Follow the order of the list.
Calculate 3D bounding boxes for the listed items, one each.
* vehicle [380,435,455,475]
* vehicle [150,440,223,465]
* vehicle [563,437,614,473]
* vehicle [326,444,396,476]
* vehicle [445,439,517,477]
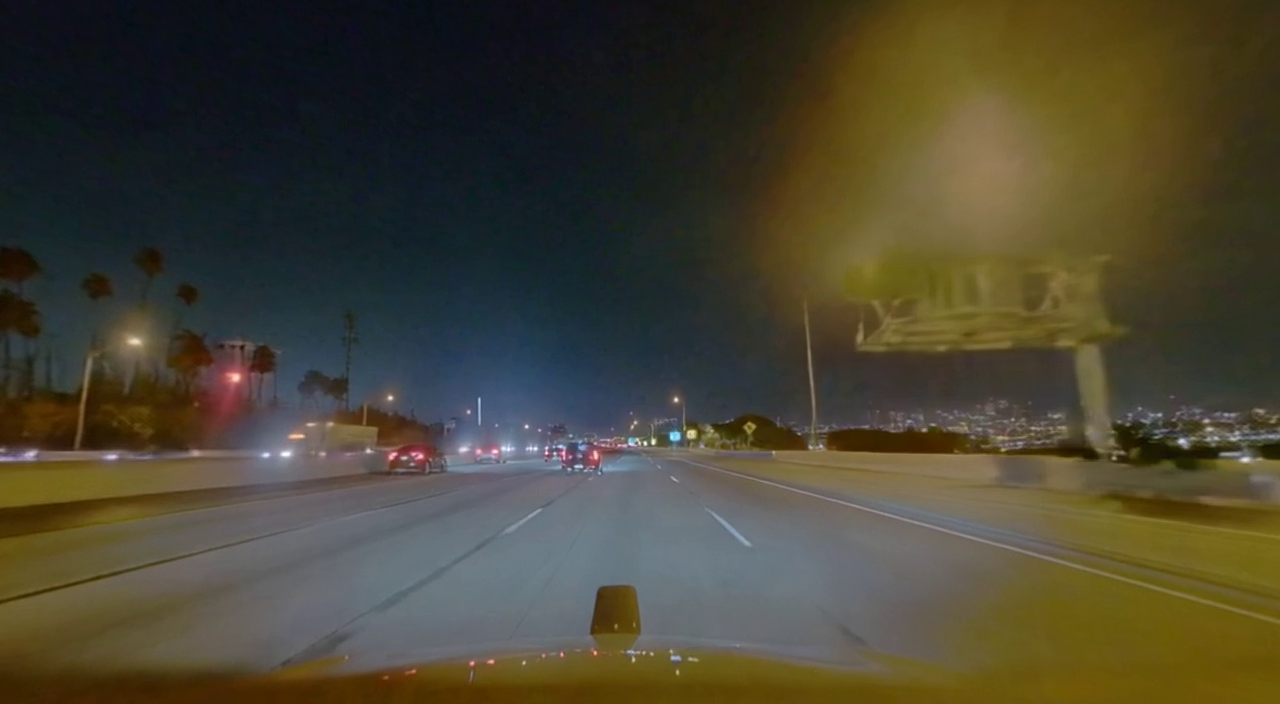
[{"bbox_3d":[-11.250,5.255,32.341,1.986,1.875,4.902,0,-9,1],"label":"vehicle"},{"bbox_3d":[-34.665,7.688,48.438,1.943,1.838,4.661,0,-9,2],"label":"vehicle"},{"bbox_3d":[-2.512,5.209,32.032,2.201,1.672,4.128,0,-9,0],"label":"vehicle"},{"bbox_3d":[-15.225,5.891,34.746,1.836,1.662,4.317,0,-8,1],"label":"vehicle"},{"bbox_3d":[-7.462,5.024,30.163,2.204,1.677,4.438,0,-8,1],"label":"vehicle"}]
